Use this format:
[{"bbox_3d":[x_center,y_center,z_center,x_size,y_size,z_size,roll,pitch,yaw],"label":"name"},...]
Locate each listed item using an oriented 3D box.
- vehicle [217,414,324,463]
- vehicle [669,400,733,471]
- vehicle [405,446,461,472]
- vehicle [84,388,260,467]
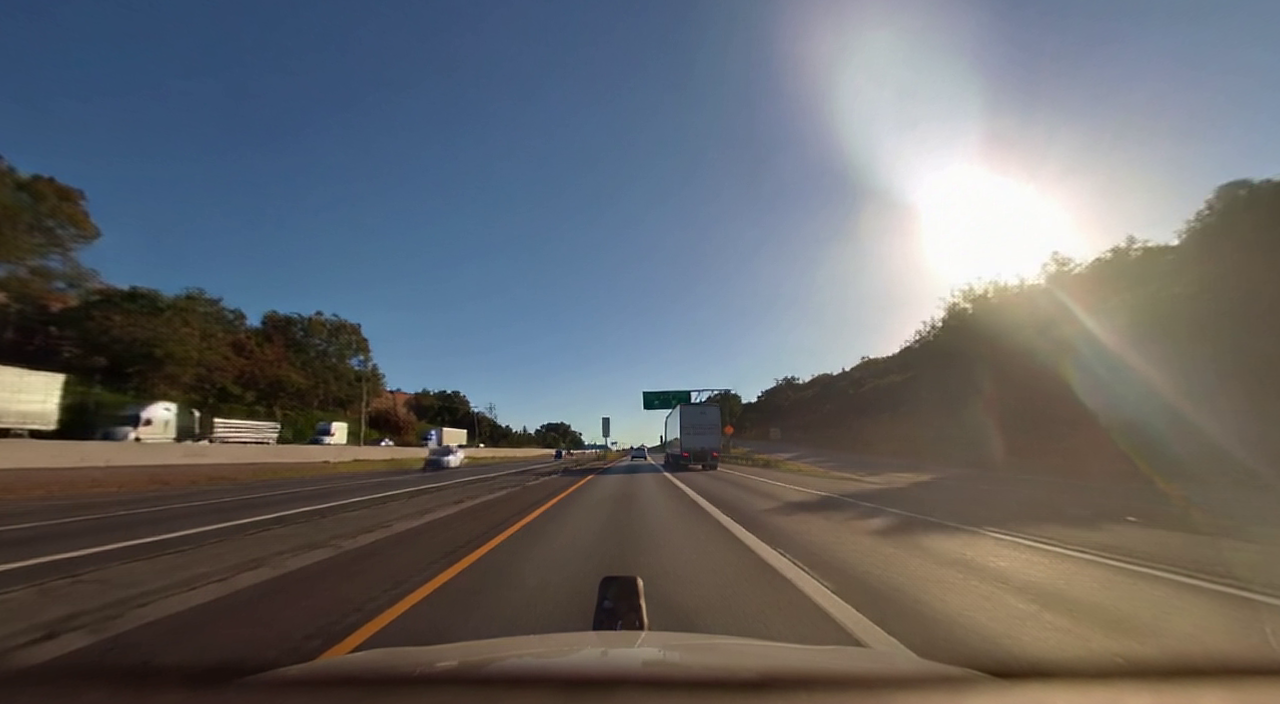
[{"bbox_3d":[-26.493,6.355,45.701,2.870,3.173,7.891,0,-9,1],"label":"vehicle"},{"bbox_3d":[3.870,5.879,43.425,3.185,4.154,12.638,0,-9,0],"label":"vehicle"},{"bbox_3d":[-13.426,6.941,40.997,2.101,1.571,4.375,0,-9,1],"label":"vehicle"},{"bbox_3d":[-26.348,4.530,36.334,2.933,3.877,9.896,0,-9,-3],"label":"vehicle"}]
